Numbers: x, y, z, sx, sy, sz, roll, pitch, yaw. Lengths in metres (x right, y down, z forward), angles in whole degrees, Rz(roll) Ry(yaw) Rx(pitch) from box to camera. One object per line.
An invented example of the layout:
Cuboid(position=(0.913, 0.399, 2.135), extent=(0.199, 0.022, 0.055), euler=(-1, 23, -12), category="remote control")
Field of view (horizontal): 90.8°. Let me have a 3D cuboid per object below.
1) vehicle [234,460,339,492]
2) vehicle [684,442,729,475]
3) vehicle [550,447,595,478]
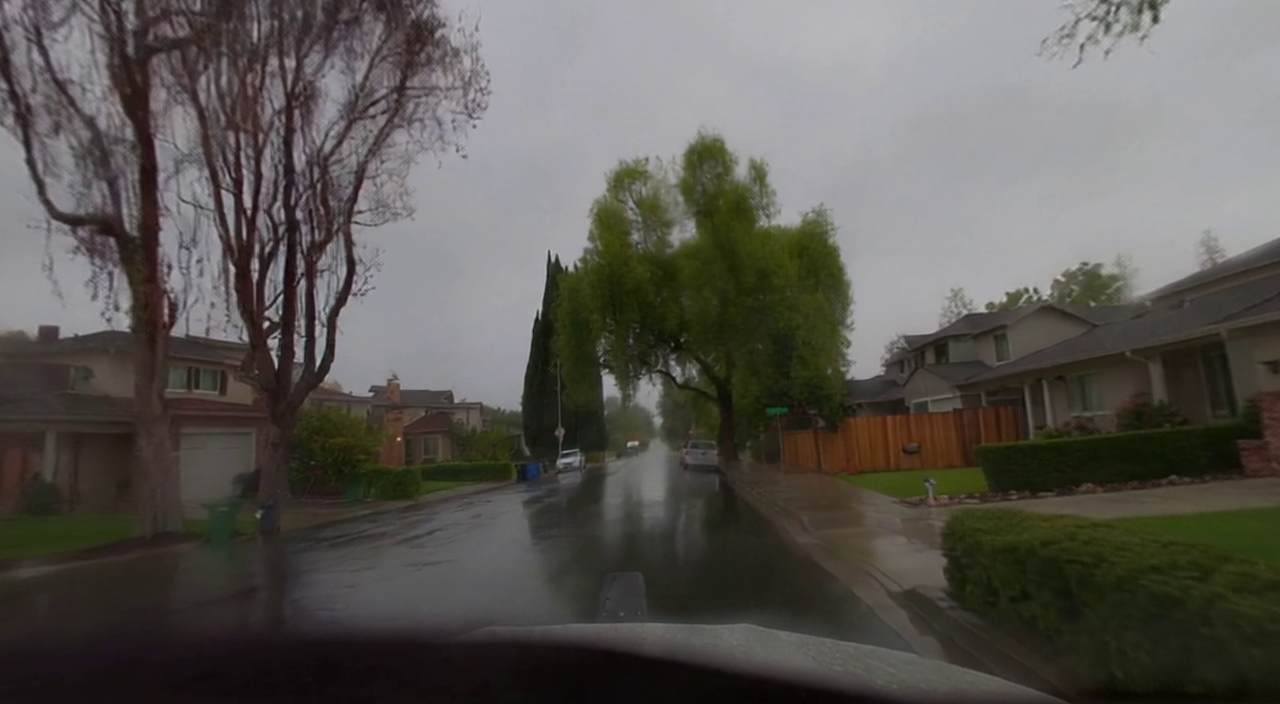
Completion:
Cuboid(position=(-18.300, 6.410, 32.779), extent=(4.404, 1.495, 1.844), euler=(-1, -9, 5), category="vehicle")
Cuboid(position=(3.307, 5.397, 32.149), extent=(2.005, 1.553, 3.984), euler=(-1, -9, 3), category="vehicle")
Cuboid(position=(-4.474, 7.392, 42.661), extent=(2.208, 1.834, 4.675), euler=(-4, -9, 3), category="vehicle")
